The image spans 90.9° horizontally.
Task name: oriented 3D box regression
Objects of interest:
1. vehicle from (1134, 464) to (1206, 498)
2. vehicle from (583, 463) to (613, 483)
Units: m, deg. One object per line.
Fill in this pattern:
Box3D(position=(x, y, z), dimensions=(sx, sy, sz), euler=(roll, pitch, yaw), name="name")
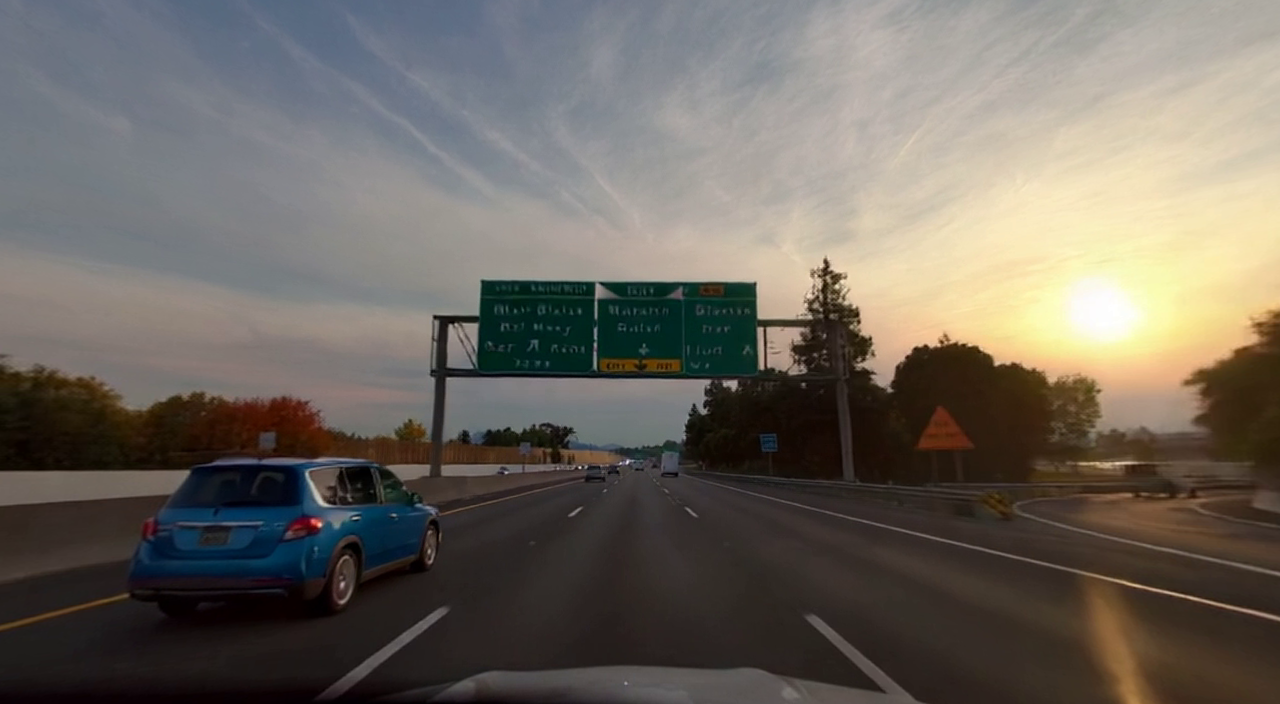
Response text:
Box3D(position=(31.197, 7.539, 37.007), dimensions=(5.018, 1.781, 2.164), euler=(9, -13, -39), name="vehicle")
Box3D(position=(-3.227, 9.482, 49.484), dimensions=(2.045, 1.487, 4.582), euler=(1, -10, 0), name="vehicle")
